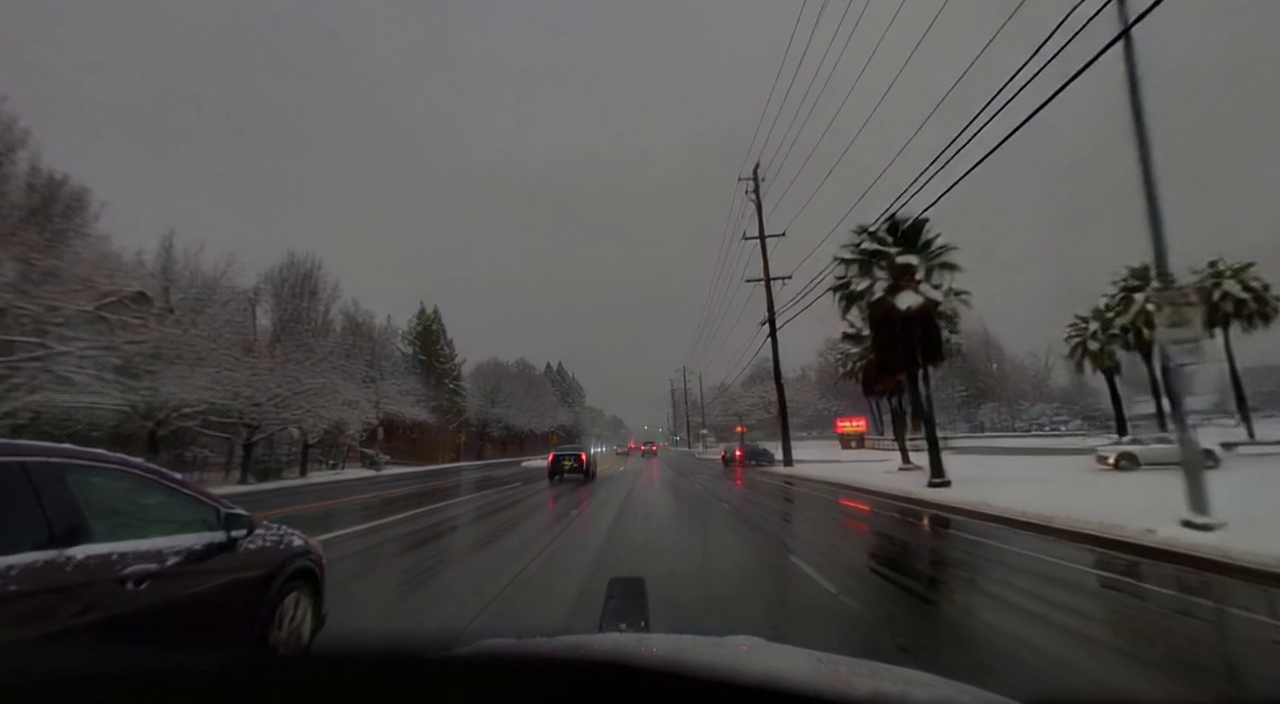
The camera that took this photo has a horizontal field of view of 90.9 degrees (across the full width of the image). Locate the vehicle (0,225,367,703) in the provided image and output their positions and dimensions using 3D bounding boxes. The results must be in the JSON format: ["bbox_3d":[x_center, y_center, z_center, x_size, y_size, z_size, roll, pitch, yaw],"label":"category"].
[{"bbox_3d":[-3.076,0.539,1.279,2.381,1.961,5.563,0,-9,2],"label":"vehicle"}]

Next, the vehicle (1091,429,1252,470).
[{"bbox_3d":[20.943,3.857,25.013,4.392,1.535,2.131,0,-9,1],"label":"vehicle"}]

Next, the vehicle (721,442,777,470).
[{"bbox_3d":[6.408,6.009,36.629,2.062,1.541,4.420,-4,-9,26],"label":"vehicle"}]

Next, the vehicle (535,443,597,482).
[{"bbox_3d":[-2.910,4.457,25.704,1.982,1.451,4.152,0,-9,1],"label":"vehicle"}]

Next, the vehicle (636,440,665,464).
[{"bbox_3d":[0.775,7.675,48.559,2.155,1.781,3.977,0,-9,1],"label":"vehicle"}]
